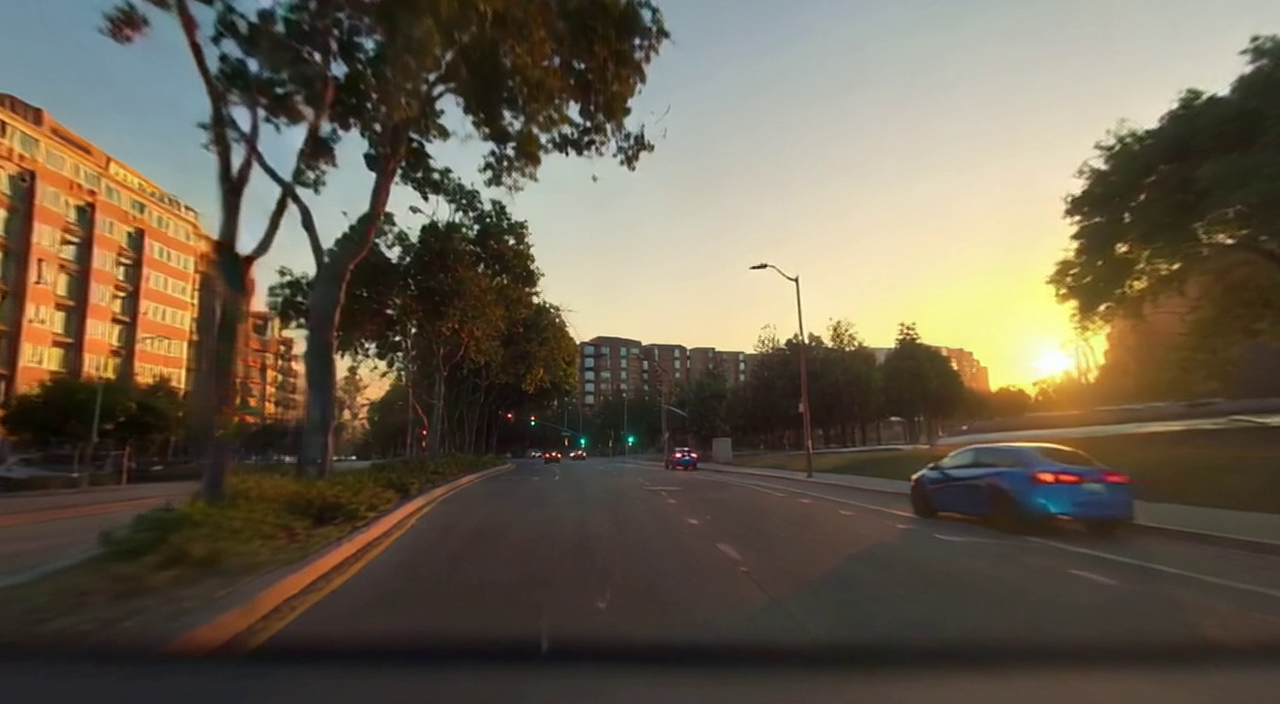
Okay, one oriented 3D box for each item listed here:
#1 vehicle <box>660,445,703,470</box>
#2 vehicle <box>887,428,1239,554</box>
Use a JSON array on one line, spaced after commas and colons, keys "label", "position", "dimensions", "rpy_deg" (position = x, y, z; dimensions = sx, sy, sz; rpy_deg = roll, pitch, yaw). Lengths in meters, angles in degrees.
[{"label": "vehicle", "position": [2.854, 7.401, 44.500], "dimensions": [2.042, 1.635, 4.858], "rpy_deg": [1, -9, -8]}, {"label": "vehicle", "position": [6.111, 2.054, 10.199], "dimensions": [1.984, 1.479, 5.102], "rpy_deg": [1, -8, -3]}]
